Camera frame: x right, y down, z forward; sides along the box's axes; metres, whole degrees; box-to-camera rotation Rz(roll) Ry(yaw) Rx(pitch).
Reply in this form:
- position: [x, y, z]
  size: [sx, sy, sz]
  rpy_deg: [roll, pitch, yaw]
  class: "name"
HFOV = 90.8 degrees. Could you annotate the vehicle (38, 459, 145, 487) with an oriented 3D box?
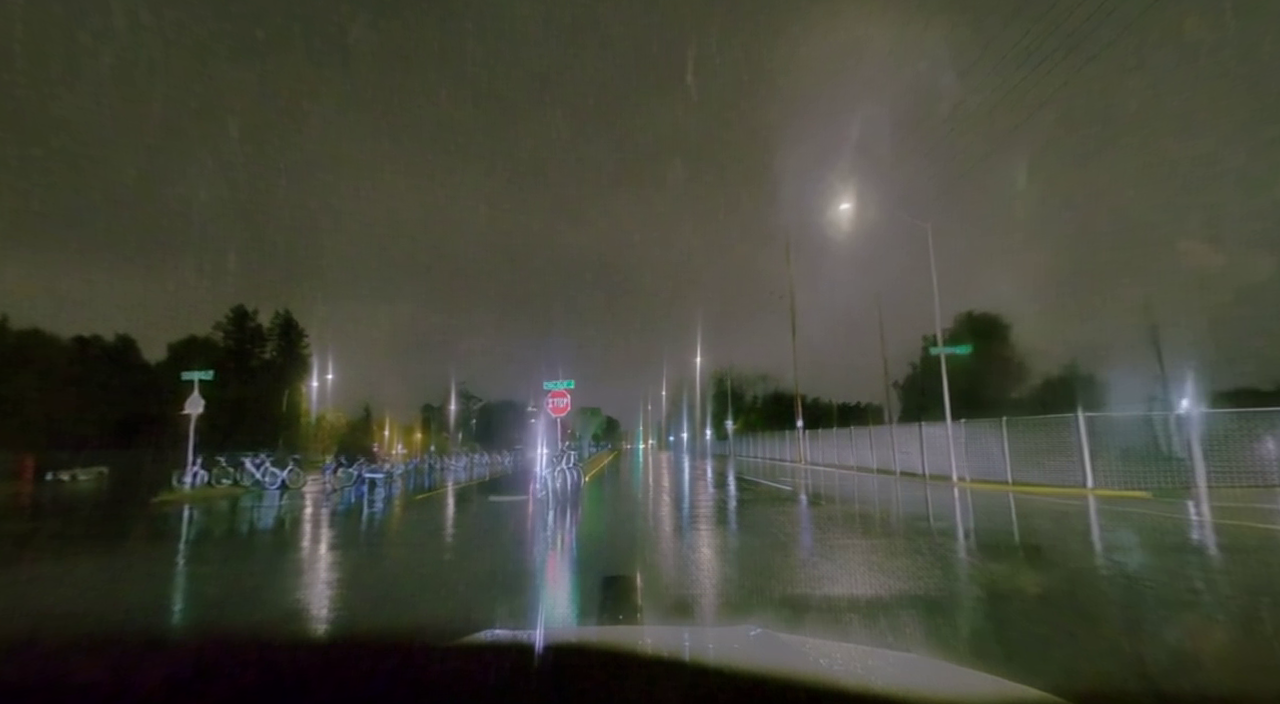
- position: [-33.551, 7.383, 38.733]
  size: [4.569, 1.558, 1.903]
  rpy_deg: [0, -9, -5]
  class: "vehicle"
